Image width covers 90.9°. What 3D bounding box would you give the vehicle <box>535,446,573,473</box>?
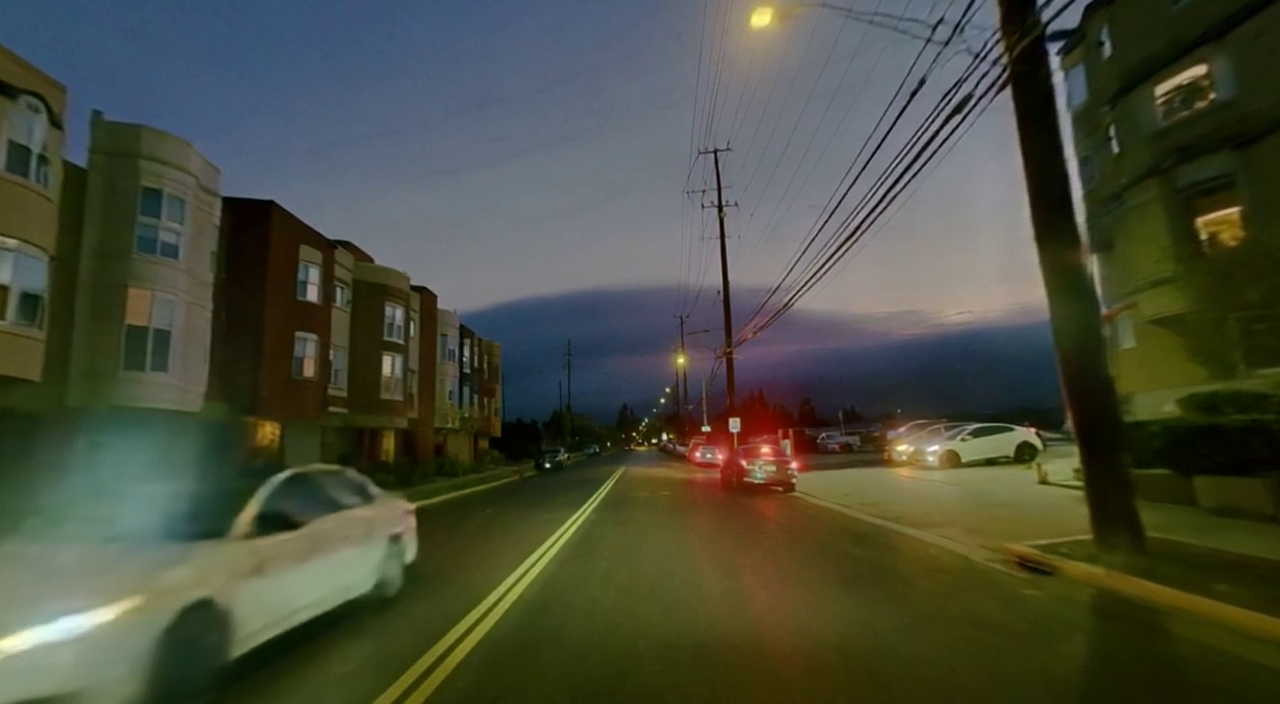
[{"bbox_3d":[-5.849,7.358,43.403,1.913,1.672,4.267,-1,-8,1],"label":"vehicle"}]

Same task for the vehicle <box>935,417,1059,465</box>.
[{"bbox_3d":[12.852,3.276,23.083,1.997,1.546,4.370,-1,-9,1],"label":"vehicle"}]

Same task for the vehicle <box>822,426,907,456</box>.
[{"bbox_3d":[13.263,5.310,37.606,1.897,1.659,4.648,4,-9,-28],"label":"vehicle"}]

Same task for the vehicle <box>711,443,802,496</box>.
[{"bbox_3d":[3.530,3.623,20.010,1.928,1.440,4.738,0,-8,0],"label":"vehicle"}]

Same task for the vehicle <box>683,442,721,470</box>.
[{"bbox_3d":[3.794,6.395,38.997,1.914,1.591,3.892,0,-8,0],"label":"vehicle"}]

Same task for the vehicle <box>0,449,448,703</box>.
[{"bbox_3d":[-3.100,1.475,4.545,2.052,1.483,4.276,-1,-8,1],"label":"vehicle"}]

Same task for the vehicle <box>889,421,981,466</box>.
[{"bbox_3d":[10.600,3.313,22.947,1.801,1.491,3.488,-1,-8,4],"label":"vehicle"}]
